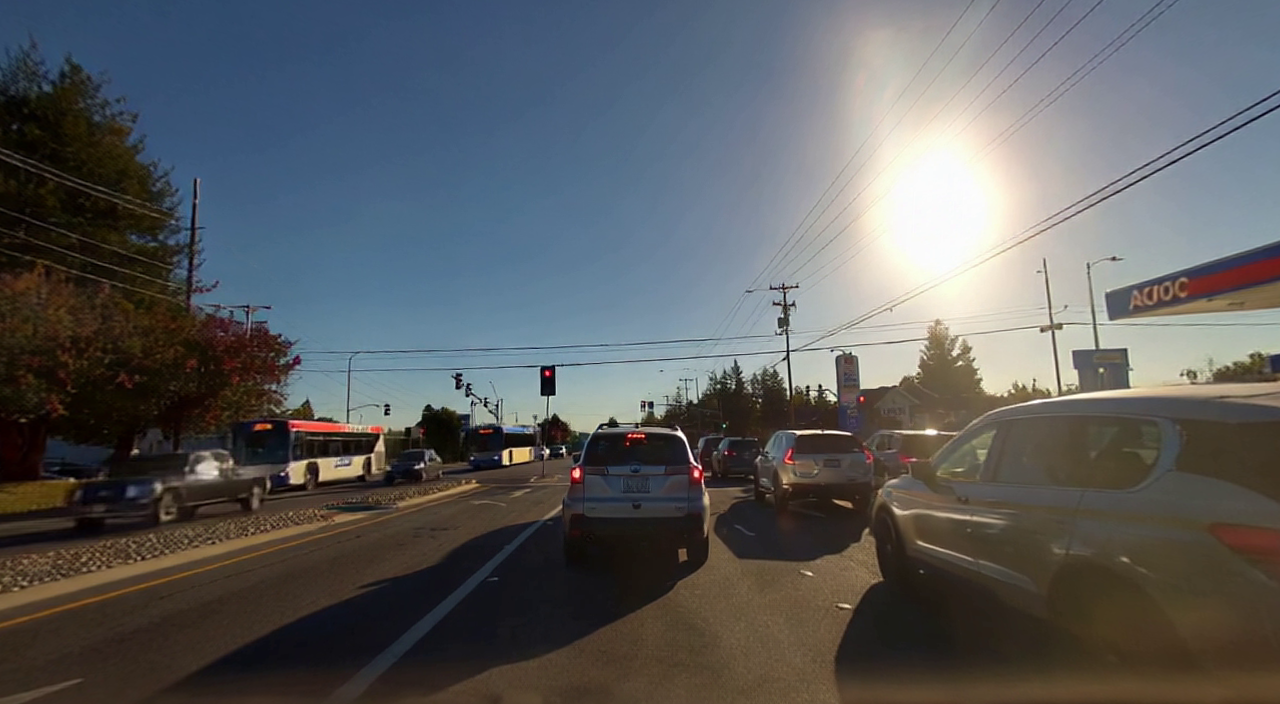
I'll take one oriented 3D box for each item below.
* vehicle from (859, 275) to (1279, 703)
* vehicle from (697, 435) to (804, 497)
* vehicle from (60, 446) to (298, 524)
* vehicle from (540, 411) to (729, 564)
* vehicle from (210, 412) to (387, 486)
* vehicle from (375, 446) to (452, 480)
[{"bbox_3d":[3.084,0.904,3.643,2.049,1.813,4.245,0,-9,-1],"label":"vehicle"},{"bbox_3d":[2.884,3.094,17.574,2.040,1.481,4.407,0,-9,-2],"label":"vehicle"},{"bbox_3d":[-10.360,2.972,14.808,2.030,1.498,4.690,0,-9,0],"label":"vehicle"},{"bbox_3d":[-0.109,1.806,9.112,2.087,1.677,4.053,0,-9,-2],"label":"vehicle"},{"bbox_3d":[-18.695,5.523,36.274,3.010,3.475,12.655,0,-9,1],"label":"vehicle"},{"bbox_3d":[-10.592,5.197,29.917,1.976,1.483,4.630,0,-9,0],"label":"vehicle"}]
